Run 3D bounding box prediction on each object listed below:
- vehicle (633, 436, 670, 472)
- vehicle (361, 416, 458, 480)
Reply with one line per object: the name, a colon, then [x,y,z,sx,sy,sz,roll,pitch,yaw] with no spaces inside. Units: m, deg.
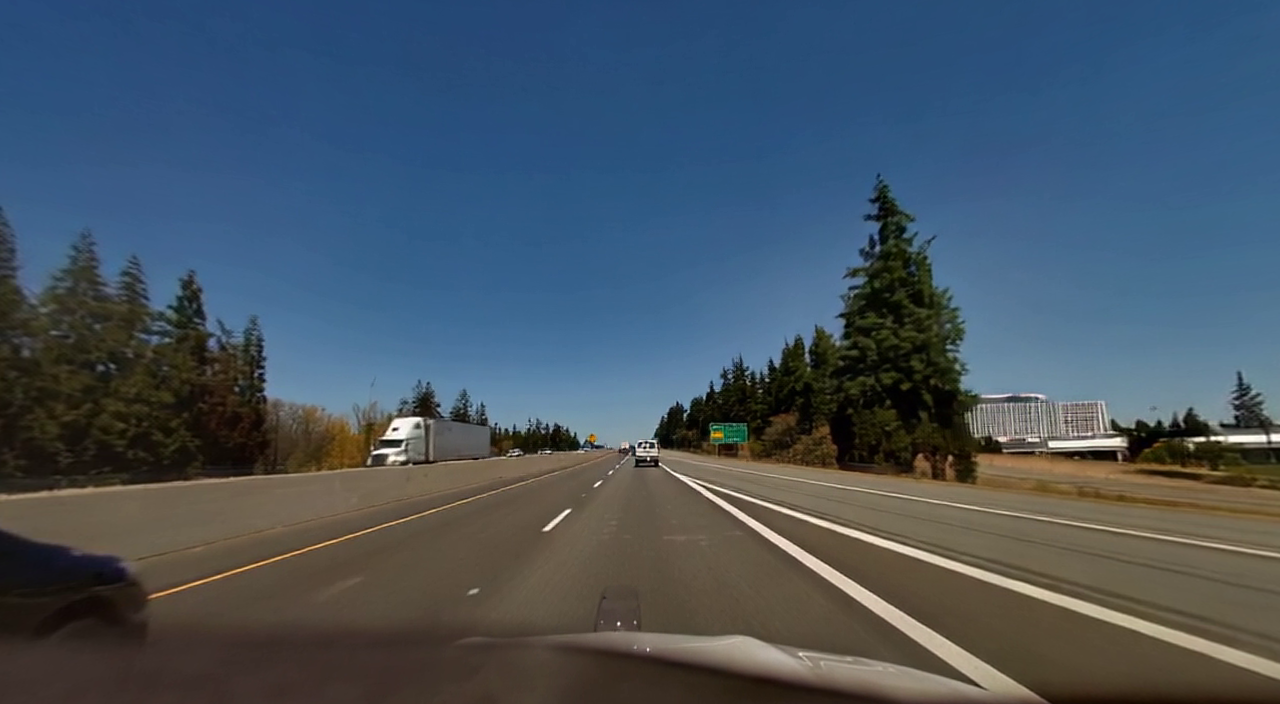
vehicle: [0.720,6.502,40.122,2.268,2.122,4.595,-1,-9,1]
vehicle: [-16.443,7.015,45.756,2.999,4.090,10.254,-1,-9,1]
